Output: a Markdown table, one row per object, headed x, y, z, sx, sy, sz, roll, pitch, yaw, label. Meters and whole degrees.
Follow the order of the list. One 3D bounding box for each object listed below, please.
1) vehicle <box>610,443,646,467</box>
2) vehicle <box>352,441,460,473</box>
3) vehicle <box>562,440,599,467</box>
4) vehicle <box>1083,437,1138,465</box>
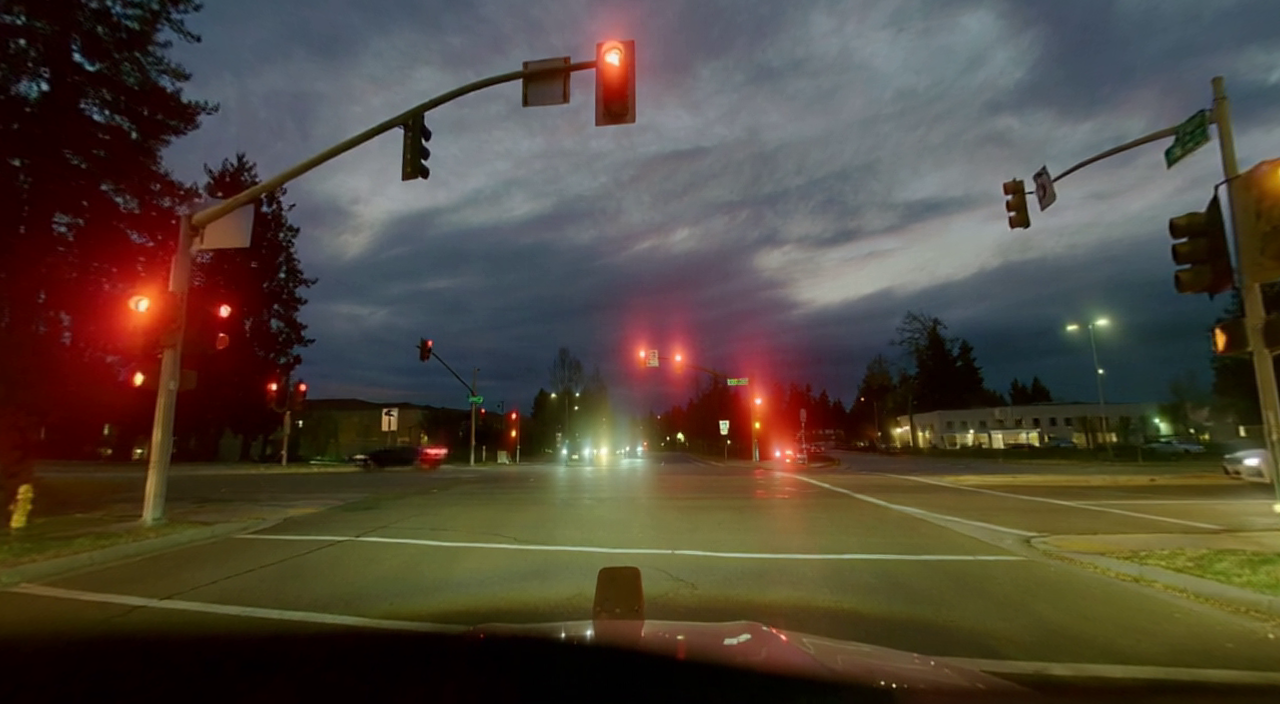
| x | y | z | sx | sy | sz | roll | pitch | yaw | label |
| --- | --- | --- | --- | --- | --- | --- | --- | --- | --- |
| -0.866 | 6.859 | 42.147 | 2.056 | 1.492 | 3.937 | 1 | -9 | -6 | vehicle |
| -11.441 | 5.125 | 30.980 | 4.588 | 1.484 | 2.000 | -3 | -9 | 14 | vehicle |
| -4.119 | 7.106 | 44.256 | 2.251 | 1.756 | 4.610 | 0 | -9 | -2 | vehicle |
| 26.964 | 5.657 | 36.145 | 2.092 | 1.474 | 4.046 | -8 | -11 | 40 | vehicle |
